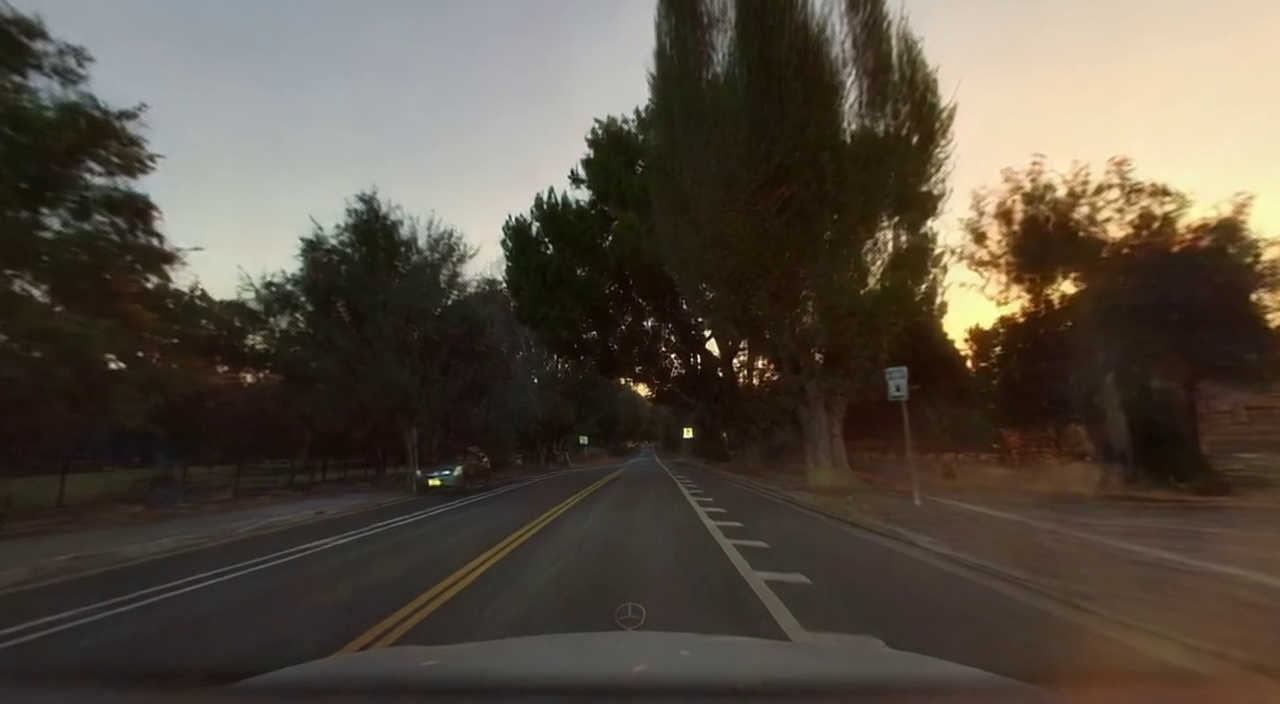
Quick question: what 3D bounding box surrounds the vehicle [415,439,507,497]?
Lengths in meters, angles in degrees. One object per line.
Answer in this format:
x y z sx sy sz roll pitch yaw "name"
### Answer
-6.294 4.174 22.772 1.992 1.797 4.372 -2 -10 1 "vehicle"
